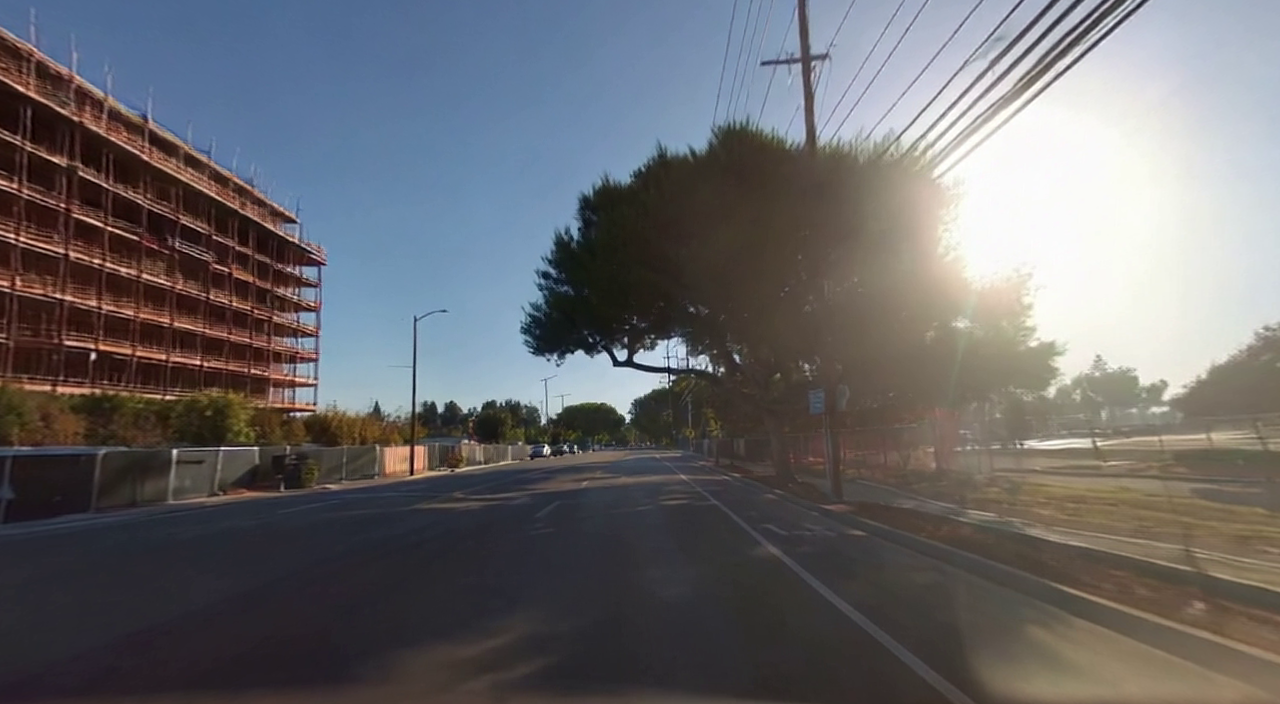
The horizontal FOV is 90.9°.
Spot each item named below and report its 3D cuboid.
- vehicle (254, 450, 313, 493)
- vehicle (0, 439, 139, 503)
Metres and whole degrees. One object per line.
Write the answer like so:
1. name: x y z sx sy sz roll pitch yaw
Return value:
1. vehicle: -15.769 5.220 28.003 2.002 1.683 4.664 4 -10 -28
2. vehicle: -20.422 4.069 21.499 4.712 1.927 2.237 -3 -9 0
